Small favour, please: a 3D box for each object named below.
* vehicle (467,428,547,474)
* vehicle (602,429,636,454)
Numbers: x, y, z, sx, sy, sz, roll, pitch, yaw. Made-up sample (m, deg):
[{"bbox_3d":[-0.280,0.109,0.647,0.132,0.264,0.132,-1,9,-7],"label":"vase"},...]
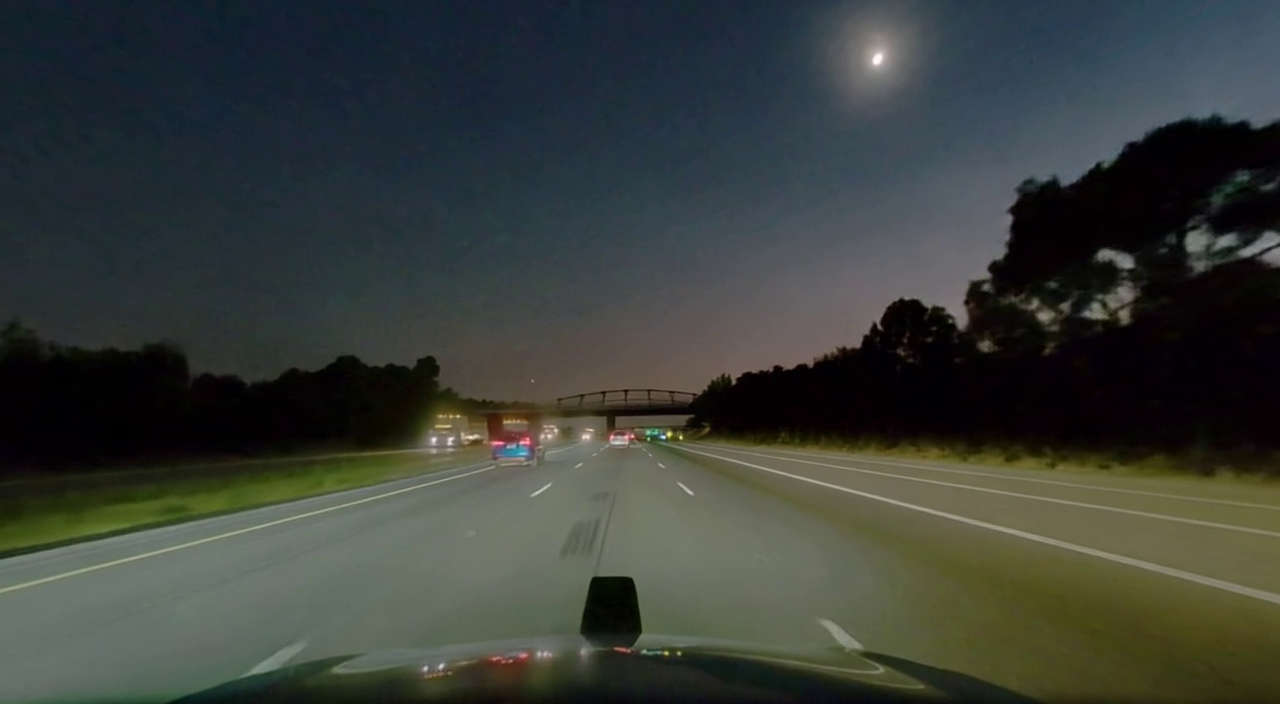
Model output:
[{"bbox_3d":[-4.784,3.617,23.296,2.017,1.537,4.496,0,-8,0],"label":"vehicle"},{"bbox_3d":[-1.360,5.981,42.096,2.116,1.625,4.004,0,-8,0],"label":"vehicle"}]
